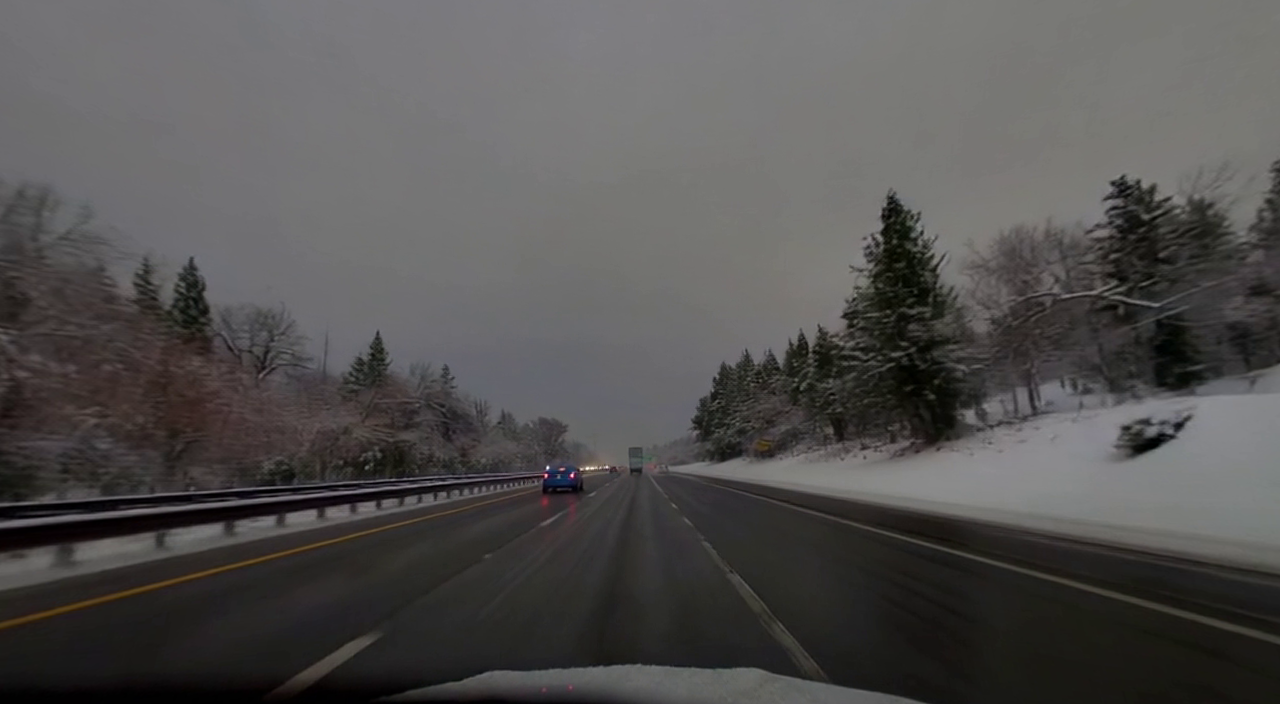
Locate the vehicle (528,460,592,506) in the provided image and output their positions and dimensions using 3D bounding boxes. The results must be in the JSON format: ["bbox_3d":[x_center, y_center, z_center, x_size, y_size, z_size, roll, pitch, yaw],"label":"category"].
[{"bbox_3d":[-2.908,4.879,23.717,1.797,1.532,4.072,1,-10,1],"label":"vehicle"}]
